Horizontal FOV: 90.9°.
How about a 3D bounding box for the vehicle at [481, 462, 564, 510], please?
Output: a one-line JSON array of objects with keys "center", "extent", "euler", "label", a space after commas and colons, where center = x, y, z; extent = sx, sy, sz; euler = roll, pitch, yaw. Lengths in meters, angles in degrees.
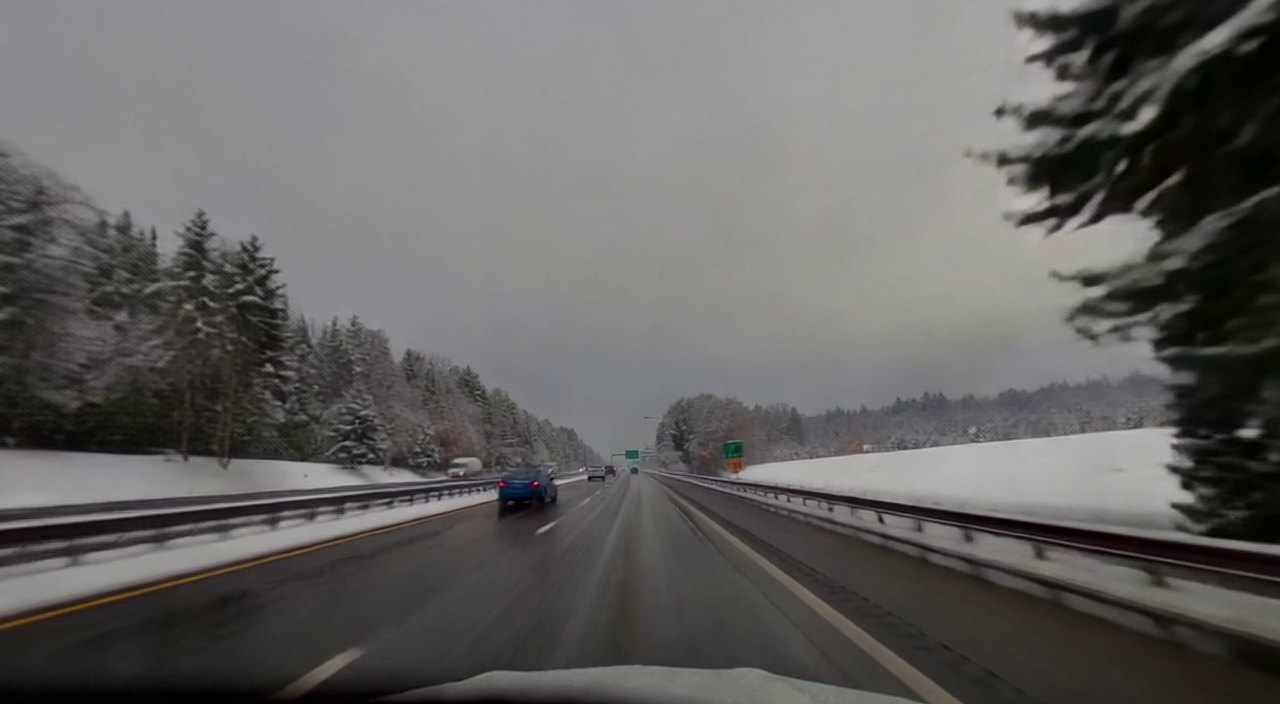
[{"center": [-4.008, 4.672, 22.301], "extent": [1.995, 1.467, 4.467], "euler": [0, -10, 1], "label": "vehicle"}]
